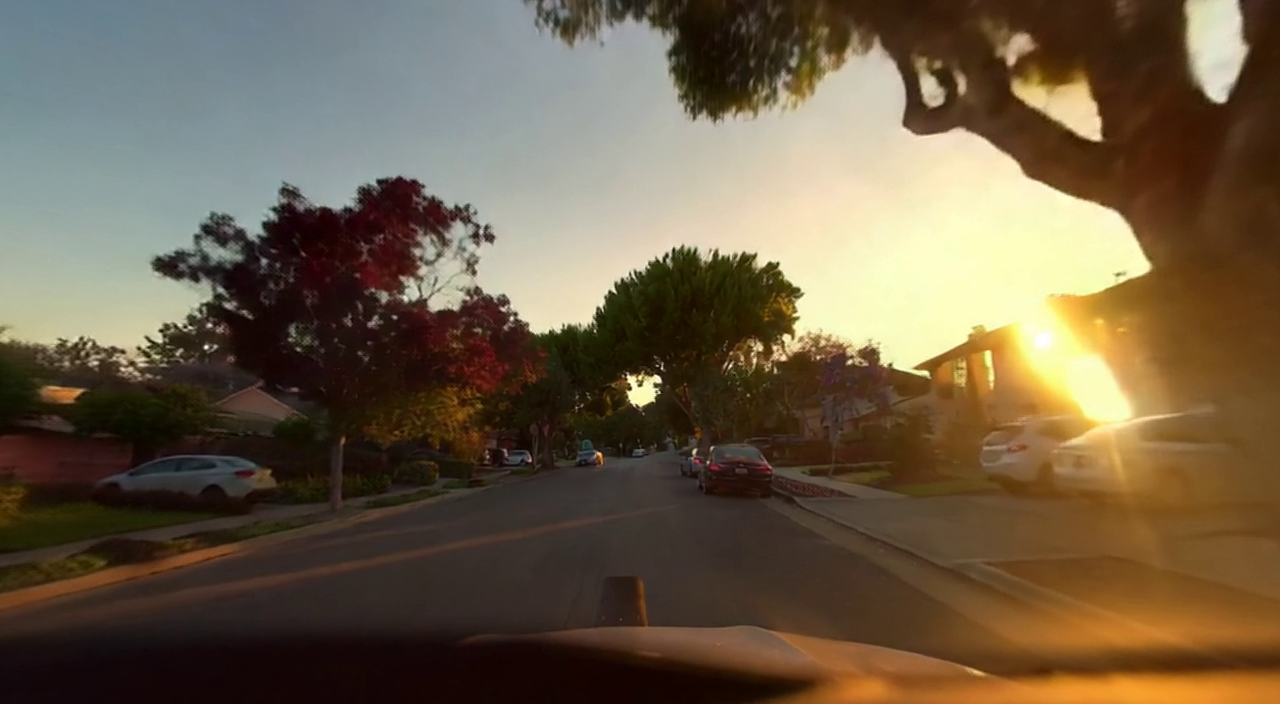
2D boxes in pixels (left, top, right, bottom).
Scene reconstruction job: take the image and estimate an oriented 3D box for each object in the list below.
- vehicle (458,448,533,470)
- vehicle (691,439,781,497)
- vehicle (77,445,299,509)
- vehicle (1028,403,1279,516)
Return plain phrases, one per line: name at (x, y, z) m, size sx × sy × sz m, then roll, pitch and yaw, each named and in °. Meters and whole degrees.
vehicle at (-10.447, 7.750, 45.926) m, size 4.933 × 1.547 × 2.125 m, roll 0°, pitch -9°, yaw 0°
vehicle at (2.639, 3.309, 18.449) m, size 2.022 × 1.483 × 4.565 m, roll 0°, pitch -9°, yaw 1°
vehicle at (-11.339, 3.133, 16.121) m, size 4.118 × 1.492 × 1.902 m, roll 0°, pitch -9°, yaw -3°
vehicle at (8.989, 1.661, 9.988) m, size 4.331 × 1.570 × 2.009 m, roll -1°, pitch -8°, yaw 0°
